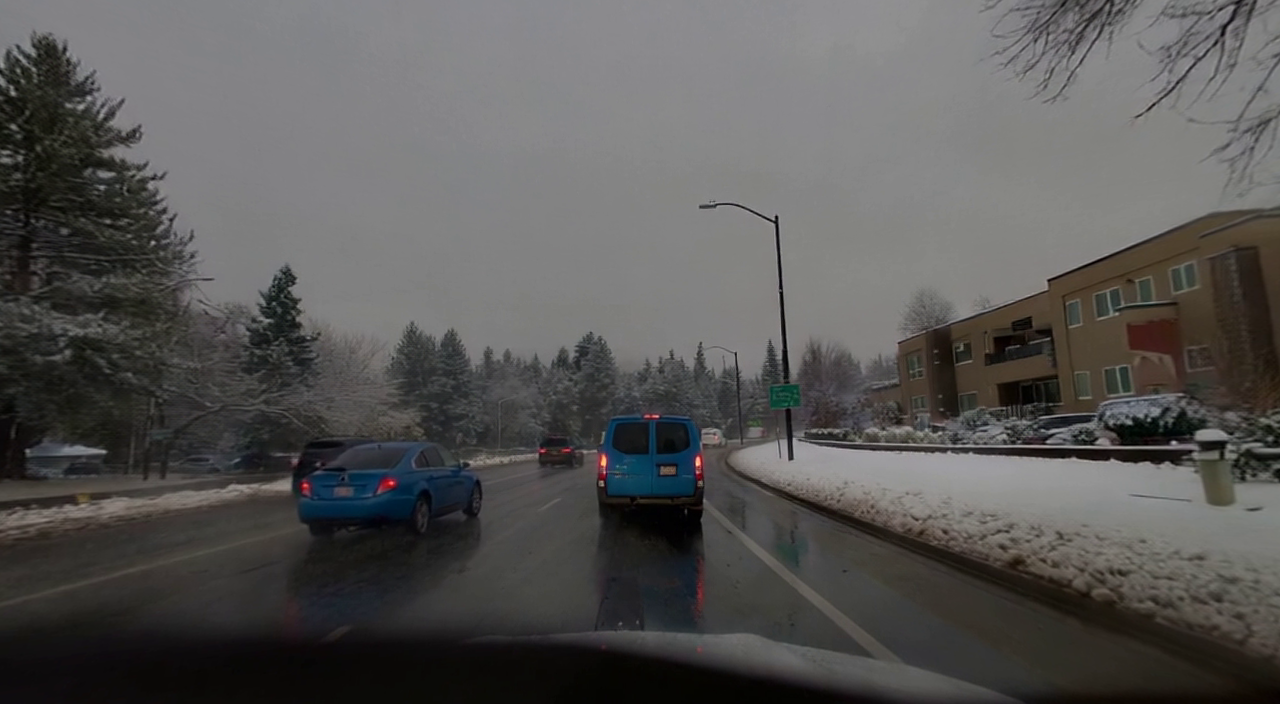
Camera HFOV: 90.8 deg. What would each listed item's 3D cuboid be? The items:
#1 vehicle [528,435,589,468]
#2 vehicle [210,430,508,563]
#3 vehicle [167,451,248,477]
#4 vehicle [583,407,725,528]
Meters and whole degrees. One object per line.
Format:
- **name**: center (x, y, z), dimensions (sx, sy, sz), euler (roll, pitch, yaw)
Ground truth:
- **vehicle**: center (-4.456, 5.519, 35.183), dimensions (2.116, 1.714, 4.757), euler (-1, -9, 9)
- **vehicle**: center (-3.671, 1.975, 9.526), dimensions (1.991, 1.459, 4.813), euler (-1, -9, 4)
- **vehicle**: center (-32.779, 8.456, 48.099), dimensions (1.977, 1.788, 4.978), euler (-2, -9, 13)
- **vehicle**: center (0.291, 2.087, 11.824), dimensions (2.173, 1.830, 4.189), euler (0, -9, 2)
